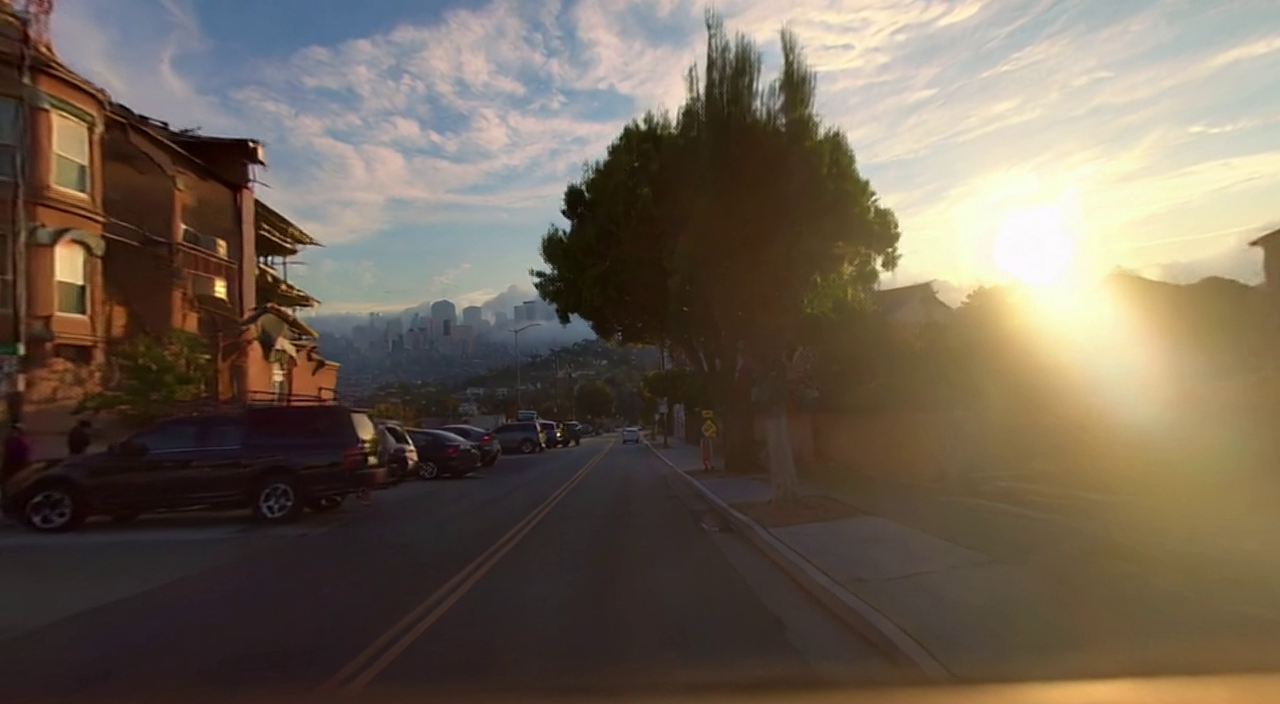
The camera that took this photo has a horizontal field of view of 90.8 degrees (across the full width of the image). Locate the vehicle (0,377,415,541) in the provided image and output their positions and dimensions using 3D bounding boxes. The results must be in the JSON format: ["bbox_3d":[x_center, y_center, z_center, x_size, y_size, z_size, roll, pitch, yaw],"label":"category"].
[{"bbox_3d":[-7.238,1.808,11.142,5.592,2.439,2.515,-1,-7,-1],"label":"vehicle"}]
